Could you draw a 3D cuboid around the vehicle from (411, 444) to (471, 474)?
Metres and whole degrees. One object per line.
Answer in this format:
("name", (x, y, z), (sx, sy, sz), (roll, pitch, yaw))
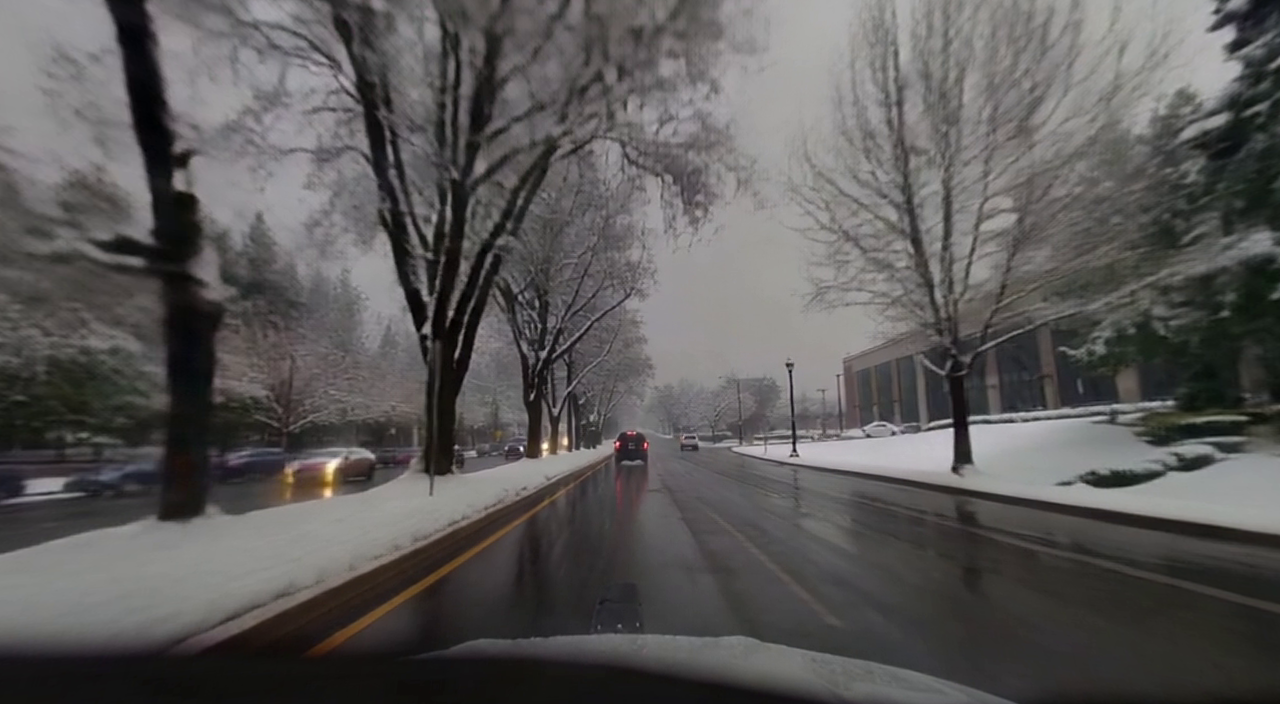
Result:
("vehicle", (-10.342, 5.580, 33.152), (1.950, 1.438, 4.343), (0, -8, -4))

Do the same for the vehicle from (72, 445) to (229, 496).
("vehicle", (-18.107, 4.371, 23.763), (1.999, 1.682, 4.914), (0, -8, 0))

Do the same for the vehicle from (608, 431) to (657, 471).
("vehicle", (-0.402, 5.314, 34.092), (2.411, 1.937, 5.186), (0, -8, -1))

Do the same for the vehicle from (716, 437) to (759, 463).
("vehicle", (7.078, 7.176, 46.352), (2.364, 1.781, 4.854), (0, -8, -1))

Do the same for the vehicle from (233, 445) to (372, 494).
("vehicle", (-11.310, 3.939, 21.670), (2.013, 1.460, 4.902), (0, -8, 1))
